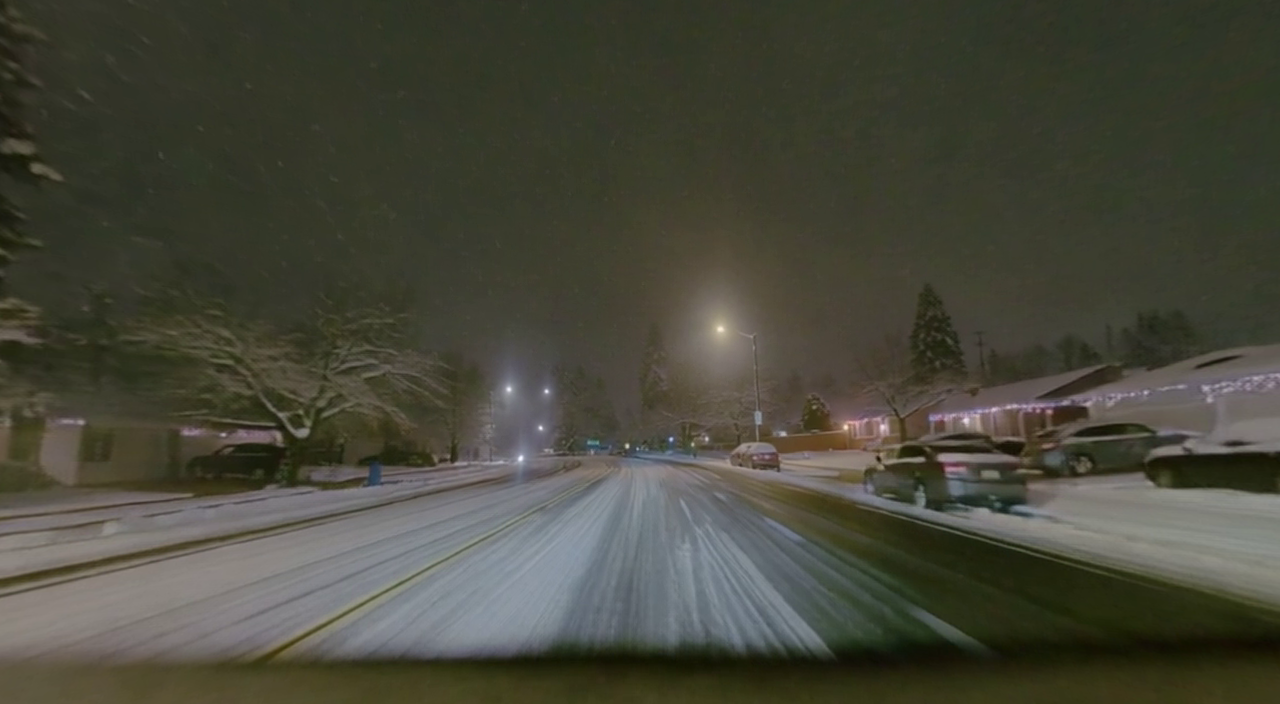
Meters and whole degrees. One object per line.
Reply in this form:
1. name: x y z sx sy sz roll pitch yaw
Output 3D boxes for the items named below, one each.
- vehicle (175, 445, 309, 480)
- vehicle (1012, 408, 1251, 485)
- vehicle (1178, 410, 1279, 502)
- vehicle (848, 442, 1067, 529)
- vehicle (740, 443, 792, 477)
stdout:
1. vehicle: -21.178 5.870 33.793 5.659 1.769 2.073 0 -9 -2
2. vehicle: 14.973 2.923 19.557 5.355 1.853 2.257 -4 -9 0
3. vehicle: 13.307 1.945 11.957 1.978 1.738 4.734 -2 -9 -1
4. vehicle: 6.468 2.744 13.749 2.042 1.511 5.029 0 -9 -2
5. vehicle: 6.794 5.878 34.599 1.996 1.745 4.556 0 -9 1
